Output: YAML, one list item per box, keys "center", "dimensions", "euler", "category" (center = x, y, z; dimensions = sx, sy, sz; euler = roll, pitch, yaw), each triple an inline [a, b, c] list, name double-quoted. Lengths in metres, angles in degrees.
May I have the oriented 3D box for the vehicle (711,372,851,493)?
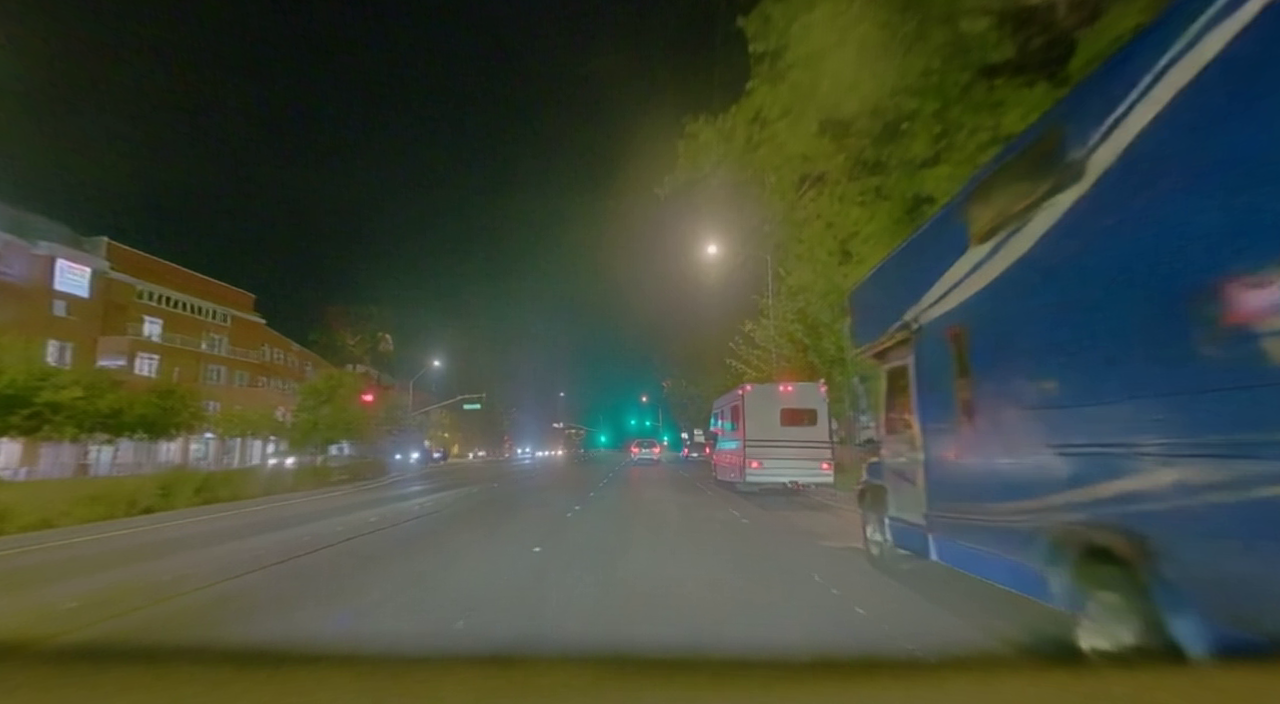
- center: [4.239, 2.785, 21.066]
  dimensions: [2.924, 3.250, 7.780]
  euler: [-1, -9, 1]
  category: "vehicle"

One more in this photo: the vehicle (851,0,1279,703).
- center: [4.124, -0.055, 3.705]
  dimensions: [2.896, 3.921, 8.415]
  euler: [0, -9, 1]
  category: "vehicle"

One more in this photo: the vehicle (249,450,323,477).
- center: [-20.506, 6.449, 36.821]
  dimensions: [1.796, 1.445, 4.236]
  euler: [0, -9, 1]
  category: "vehicle"

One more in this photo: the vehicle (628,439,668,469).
- center: [0.420, 5.669, 35.245]
  dimensions: [2.103, 1.506, 4.742]
  euler: [0, -9, 0]
  category: "vehicle"

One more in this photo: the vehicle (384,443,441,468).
- center: [-14.447, 6.577, 40.329]
  dimensions: [2.028, 1.535, 4.217]
  euler: [0, -9, 1]
  category: "vehicle"
